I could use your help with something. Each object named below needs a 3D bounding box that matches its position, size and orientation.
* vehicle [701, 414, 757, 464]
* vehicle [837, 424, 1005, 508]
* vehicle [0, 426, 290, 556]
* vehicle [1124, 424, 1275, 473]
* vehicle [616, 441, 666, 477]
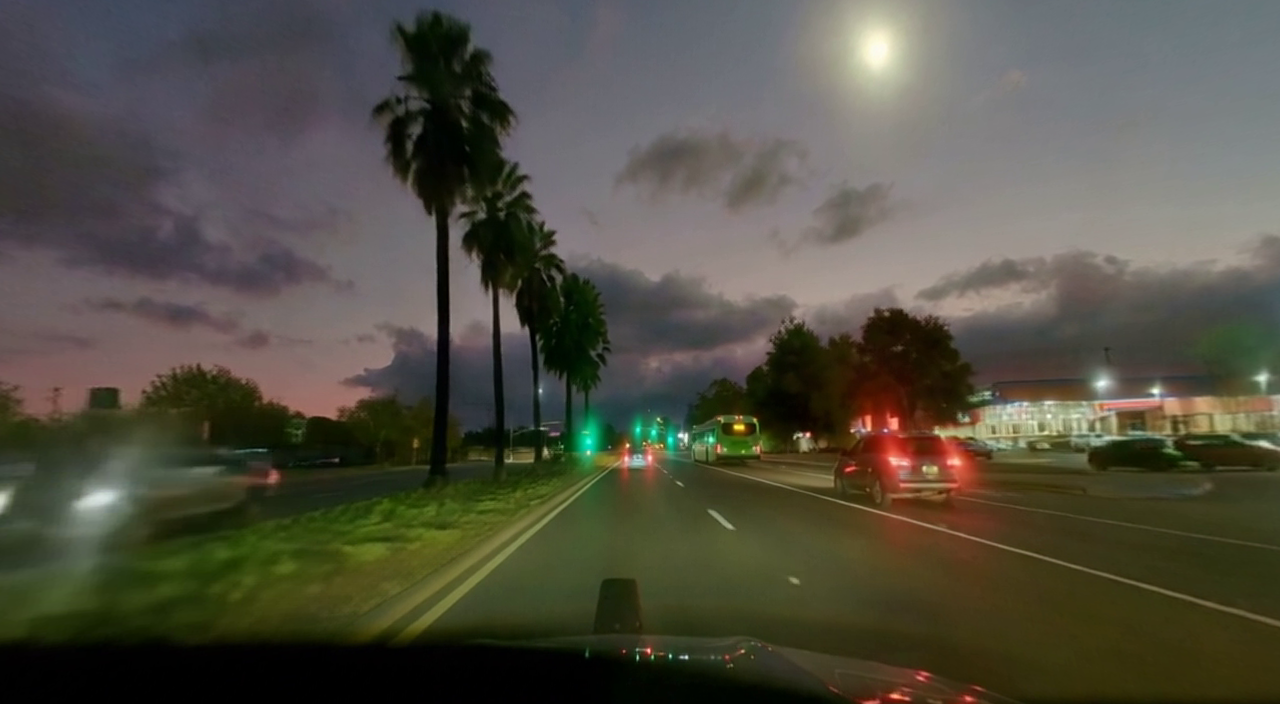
[{"bbox_3d":[6.520,6.648,47.677,2.795,3.383,9.287,0,-9,-1],"label":"vehicle"},{"bbox_3d":[6.348,2.628,14.919,2.031,1.670,4.154,0,-9,0],"label":"vehicle"},{"bbox_3d":[-8.802,2.340,11.437,2.106,1.817,4.847,0,-9,0],"label":"vehicle"},{"bbox_3d":[23.352,4.036,26.471,4.595,1.845,1.919,-1,-8,-5],"label":"vehicle"},{"bbox_3d":[0.036,4.792,28.466,2.065,1.477,4.306,0,-9,0],"label":"vehicle"}]
